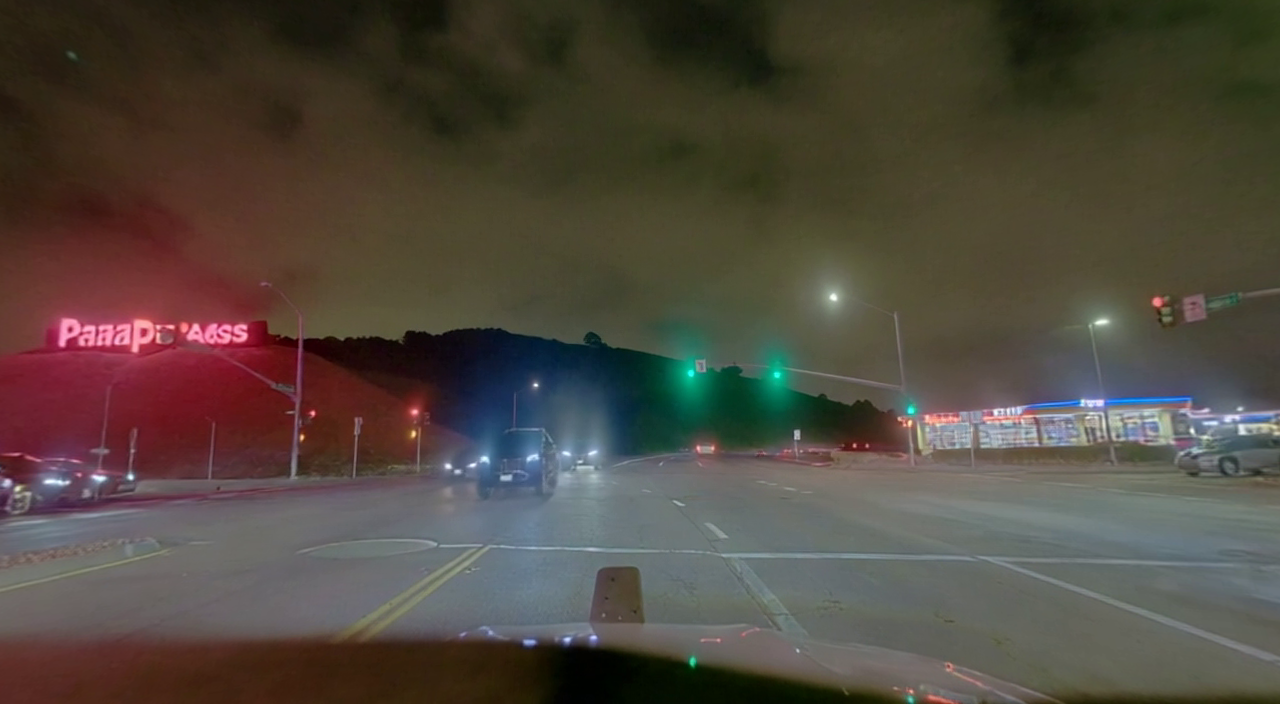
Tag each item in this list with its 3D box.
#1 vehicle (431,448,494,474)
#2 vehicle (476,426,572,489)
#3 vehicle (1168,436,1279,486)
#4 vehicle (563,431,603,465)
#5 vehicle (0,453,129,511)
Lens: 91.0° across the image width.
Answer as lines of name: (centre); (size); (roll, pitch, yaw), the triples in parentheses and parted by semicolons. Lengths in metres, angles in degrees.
vehicle: (-12.477, 7.660, 44.603); (2.069, 1.706, 4.336); (-3, -9, 20)
vehicle: (-4.392, 4.130, 24.957); (2.662, 2.197, 5.454); (0, -9, 1)
vehicle: (25.051, 4.468, 26.063); (4.546, 1.944, 2.051); (1, -9, -5)
vehicle: (-4.190, 7.219, 47.410); (2.318, 2.325, 5.910); (0, -9, 1)
vehicle: (-19.802, 4.180, 20.528); (4.440, 1.748, 2.033); (0, -9, 1)
